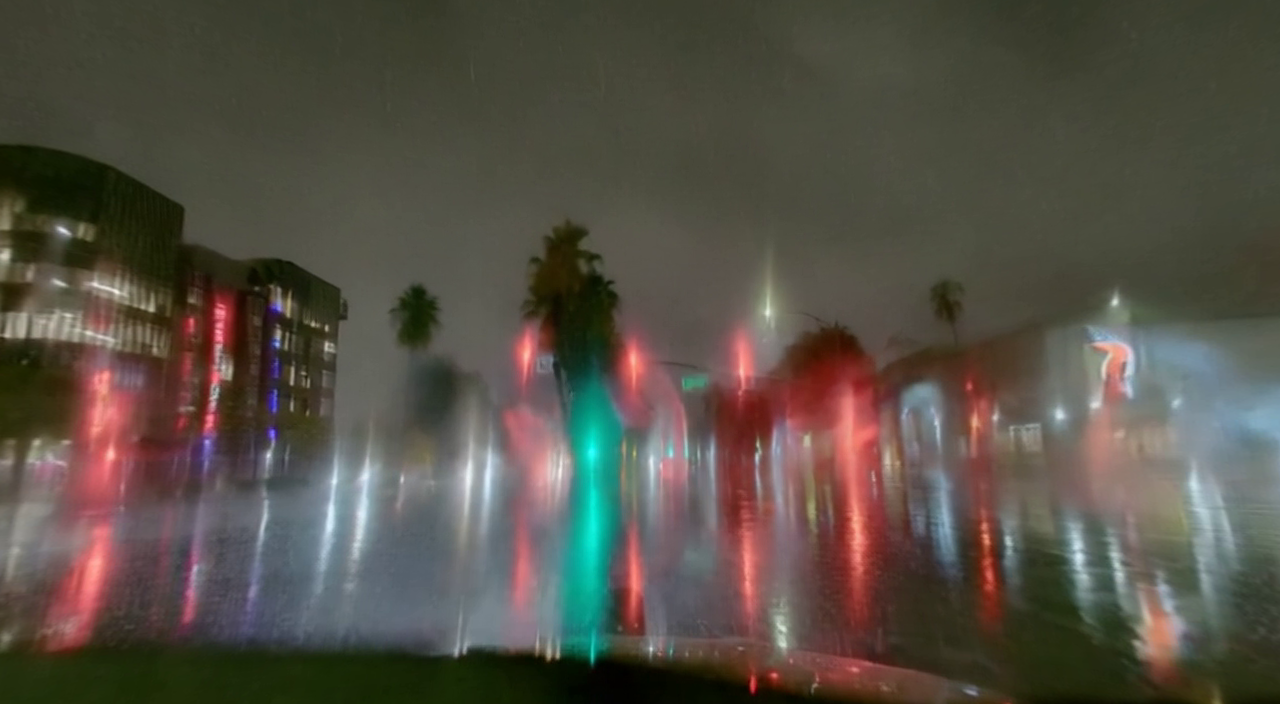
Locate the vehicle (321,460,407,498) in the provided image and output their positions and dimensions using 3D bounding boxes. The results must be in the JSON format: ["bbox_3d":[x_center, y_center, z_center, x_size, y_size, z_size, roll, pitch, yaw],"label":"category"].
[{"bbox_3d":[-12.825,5.902,29.684,2.038,1.624,4.292,0,-9,0],"label":"vehicle"}]
